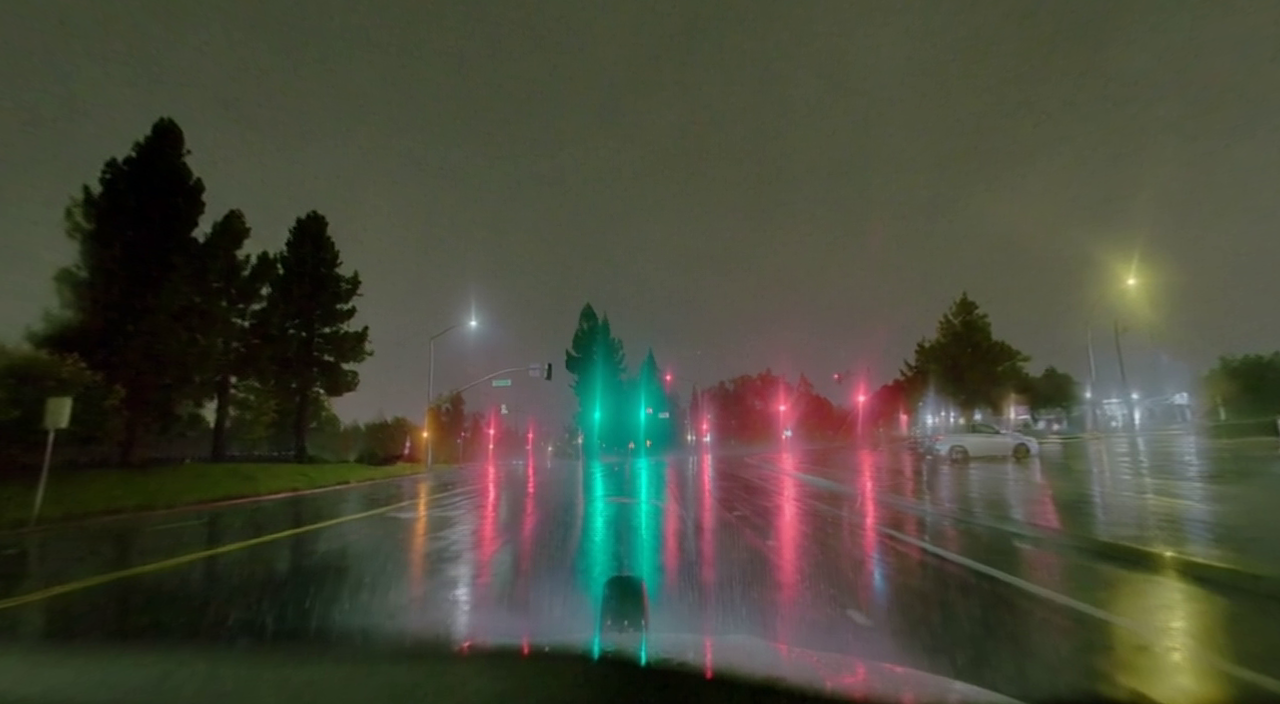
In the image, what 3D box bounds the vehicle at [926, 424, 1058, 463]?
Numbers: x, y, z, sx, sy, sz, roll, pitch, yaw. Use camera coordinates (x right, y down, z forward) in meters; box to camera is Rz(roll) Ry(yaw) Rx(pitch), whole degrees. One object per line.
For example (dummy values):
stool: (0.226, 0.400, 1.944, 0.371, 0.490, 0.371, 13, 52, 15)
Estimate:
vehicle: (14.136, 3.691, 25.469, 4.167, 1.476, 1.871, 0, -8, -1)
